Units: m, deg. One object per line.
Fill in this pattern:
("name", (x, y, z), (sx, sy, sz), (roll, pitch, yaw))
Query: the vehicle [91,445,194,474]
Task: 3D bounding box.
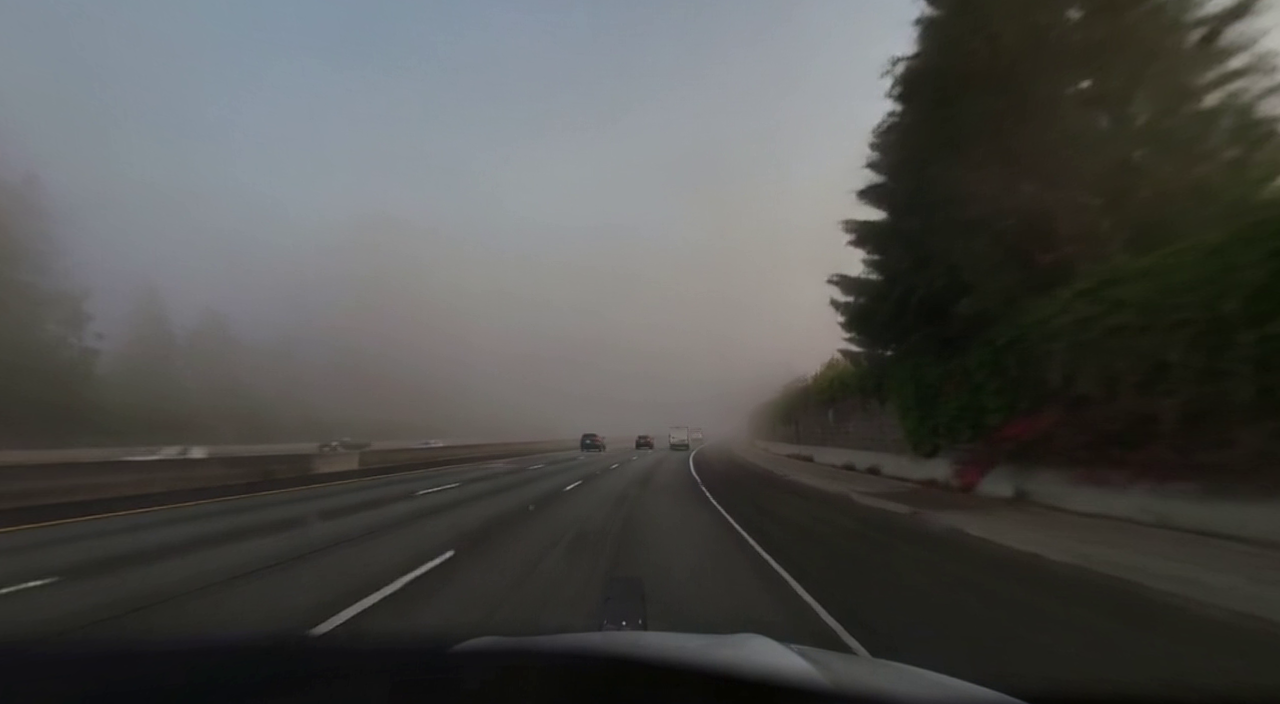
("vehicle", (-28.209, 6.079, 35.996), (1.819, 1.484, 4.739), (-1, -8, 4))
